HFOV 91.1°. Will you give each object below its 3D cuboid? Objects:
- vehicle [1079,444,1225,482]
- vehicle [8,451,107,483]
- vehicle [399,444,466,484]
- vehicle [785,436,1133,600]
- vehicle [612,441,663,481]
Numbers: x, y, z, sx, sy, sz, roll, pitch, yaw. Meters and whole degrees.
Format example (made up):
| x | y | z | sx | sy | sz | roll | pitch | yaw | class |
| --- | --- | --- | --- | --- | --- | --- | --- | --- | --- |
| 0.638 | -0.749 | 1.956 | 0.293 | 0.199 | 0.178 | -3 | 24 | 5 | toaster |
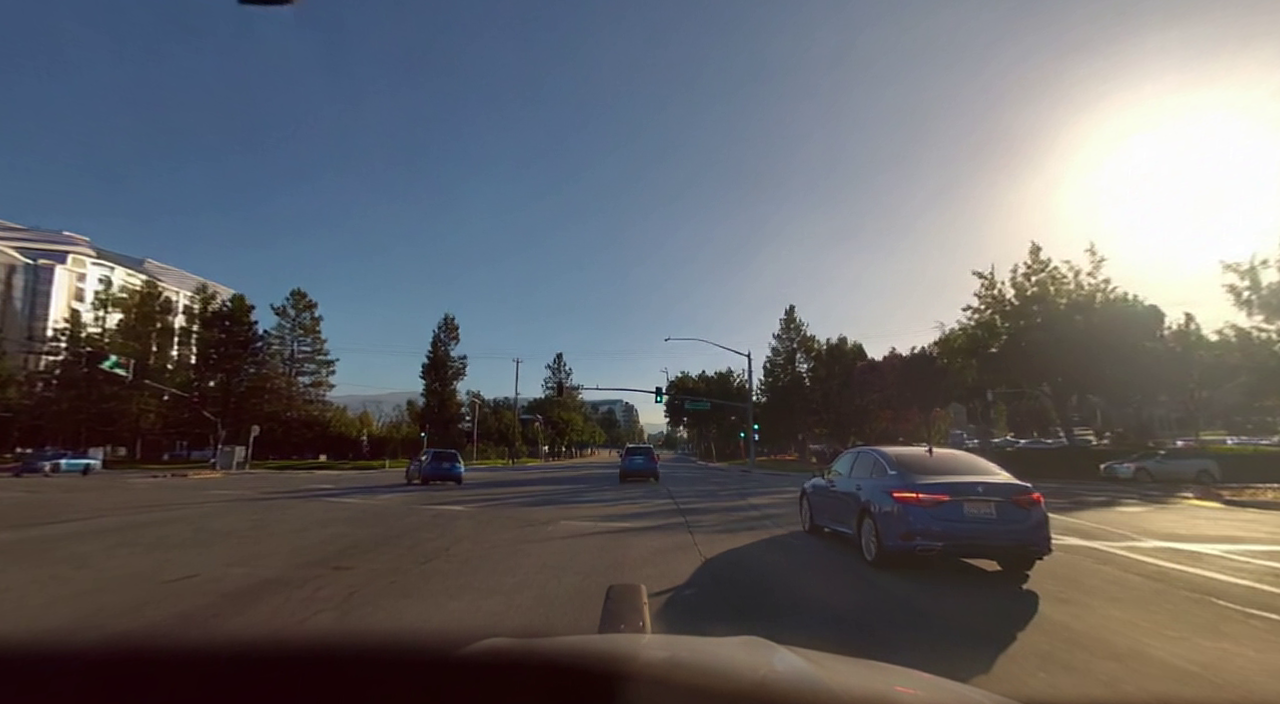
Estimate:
| x | y | z | sx | sy | sz | roll | pitch | yaw | class |
| --- | --- | --- | --- | --- | --- | --- | --- | --- | --- |
| 23.655 | 5.107 | 29.247 | 4.705 | 1.631 | 2.053 | -2 | -8 | 16 | vehicle |
| -31.583 | 6.187 | 34.041 | 4.422 | 1.605 | 1.955 | -3 | -9 | 20 | vehicle |
| -9.481 | 5.026 | 28.518 | 1.987 | 1.633 | 4.005 | 5 | -9 | -30 | vehicle |
| 3.429 | 1.833 | 8.015 | 2.056 | 1.468 | 4.520 | 0 | -8 | 0 | vehicle |
| -0.111 | 4.893 | 28.465 | 2.108 | 1.654 | 4.235 | 0 | -8 | 0 | vehicle |
